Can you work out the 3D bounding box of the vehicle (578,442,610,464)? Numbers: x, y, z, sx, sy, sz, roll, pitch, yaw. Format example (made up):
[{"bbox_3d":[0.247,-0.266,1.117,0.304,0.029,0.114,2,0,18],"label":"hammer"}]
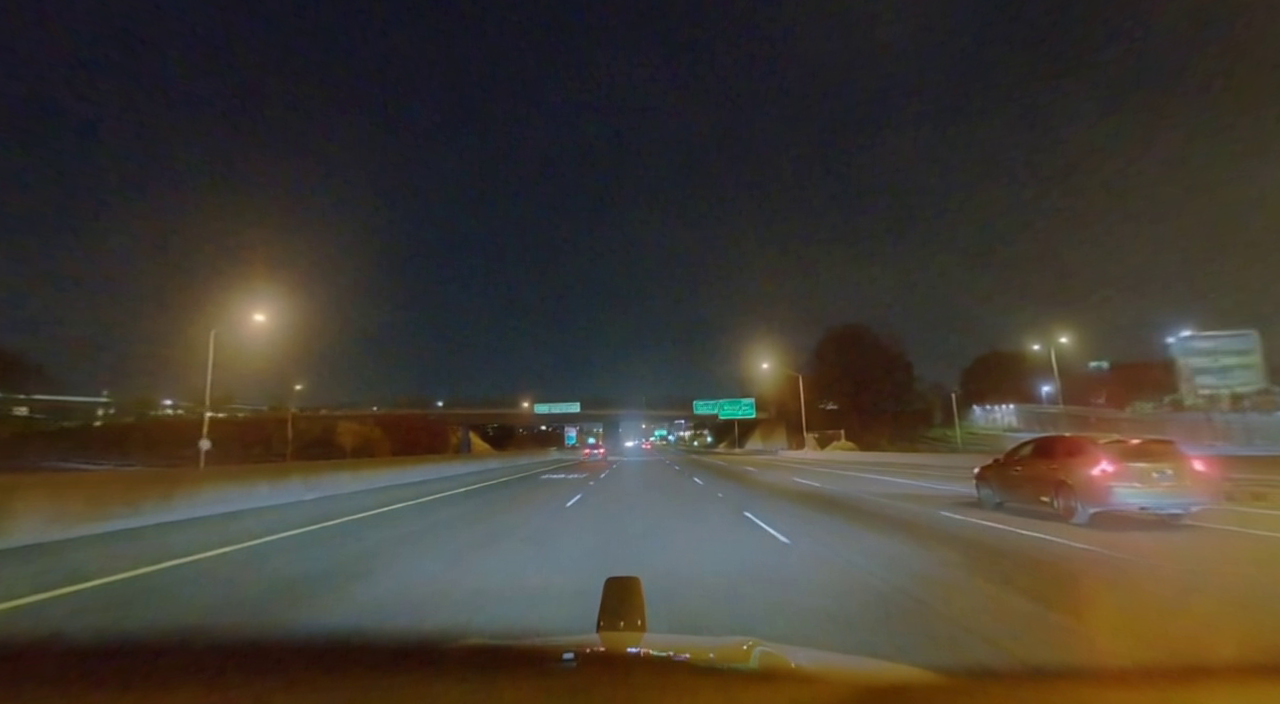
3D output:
[{"bbox_3d":[-3.460,7.689,47.901,2.055,1.533,4.604,0,-8,1],"label":"vehicle"}]

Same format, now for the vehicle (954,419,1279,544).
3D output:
[{"bbox_3d":[7.578,2.037,10.610,2.032,1.601,4.863,0,-8,0],"label":"vehicle"}]
